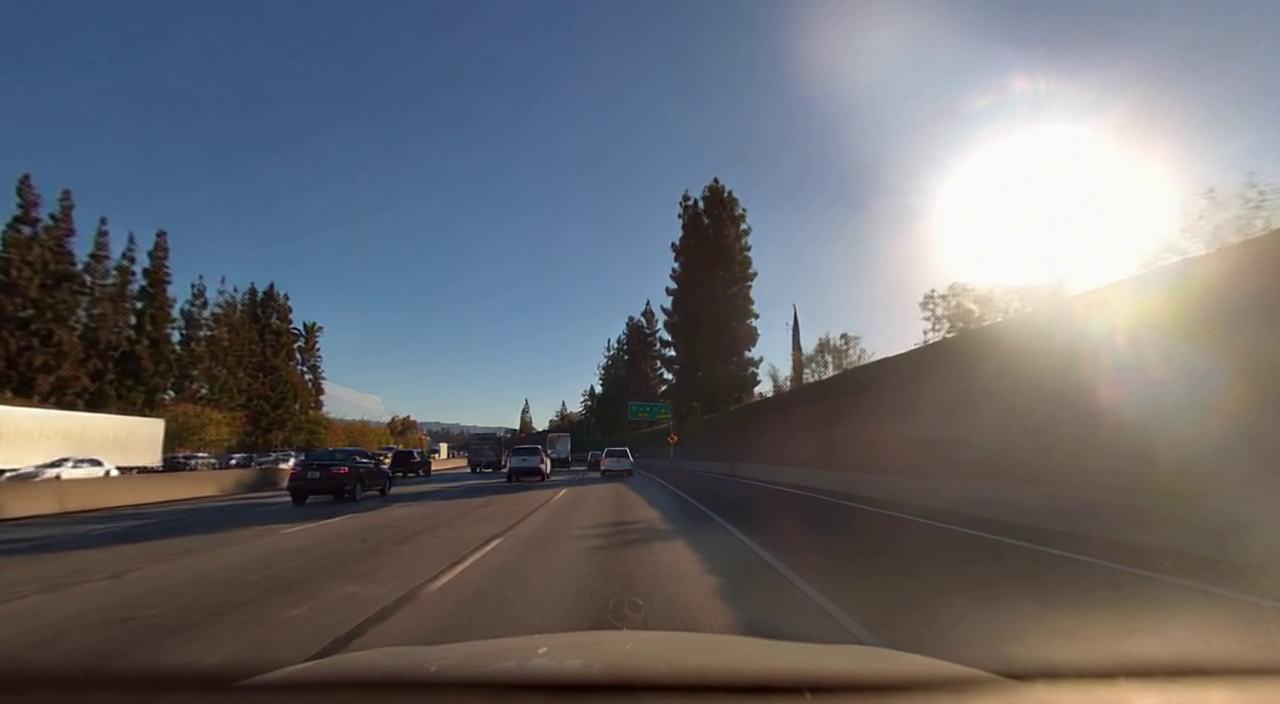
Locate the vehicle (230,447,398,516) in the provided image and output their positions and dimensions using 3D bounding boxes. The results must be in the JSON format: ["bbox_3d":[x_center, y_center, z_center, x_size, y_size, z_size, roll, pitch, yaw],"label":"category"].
[{"bbox_3d":[-7.976,3.175,16.019,1.896,1.465,4.399,0,-8,0],"label":"vehicle"}]

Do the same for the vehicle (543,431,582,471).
[{"bbox_3d":[-5.506,7.114,45.458,2.279,2.672,5.256,0,-8,-2],"label":"vehicle"}]

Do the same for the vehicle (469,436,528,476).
[{"bbox_3d":[-9.294,6.889,42.022,2.773,2.402,6.232,0,-8,-3],"label":"vehicle"}]

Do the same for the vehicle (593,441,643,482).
[{"bbox_3d":[-1.007,4.870,28.380,2.092,1.671,3.772,0,-8,-3],"label":"vehicle"}]

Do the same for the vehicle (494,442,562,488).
[{"bbox_3d":[-4.311,4.417,24.975,2.005,1.631,4.295,0,-8,-1],"label":"vehicle"}]

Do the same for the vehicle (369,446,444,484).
[{"bbox_3d":[-12.011,5.794,32.864,2.079,1.807,5.187,0,-8,-2],"label":"vehicle"}]

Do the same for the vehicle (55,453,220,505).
[{"bbox_3d":[-16.104,4.039,20.592,1.816,1.439,4.480,0,-8,-2],"label":"vehicle"}]

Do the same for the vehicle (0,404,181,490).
[{"bbox_3d":[-23.968,3.715,24.709,3.003,2.982,12.570,0,-8,-2],"label":"vehicle"}]

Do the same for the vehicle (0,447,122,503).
[{"bbox_3d":[-19.827,3.926,20.612,1.934,1.609,4.619,0,-8,-2],"label":"vehicle"}]
